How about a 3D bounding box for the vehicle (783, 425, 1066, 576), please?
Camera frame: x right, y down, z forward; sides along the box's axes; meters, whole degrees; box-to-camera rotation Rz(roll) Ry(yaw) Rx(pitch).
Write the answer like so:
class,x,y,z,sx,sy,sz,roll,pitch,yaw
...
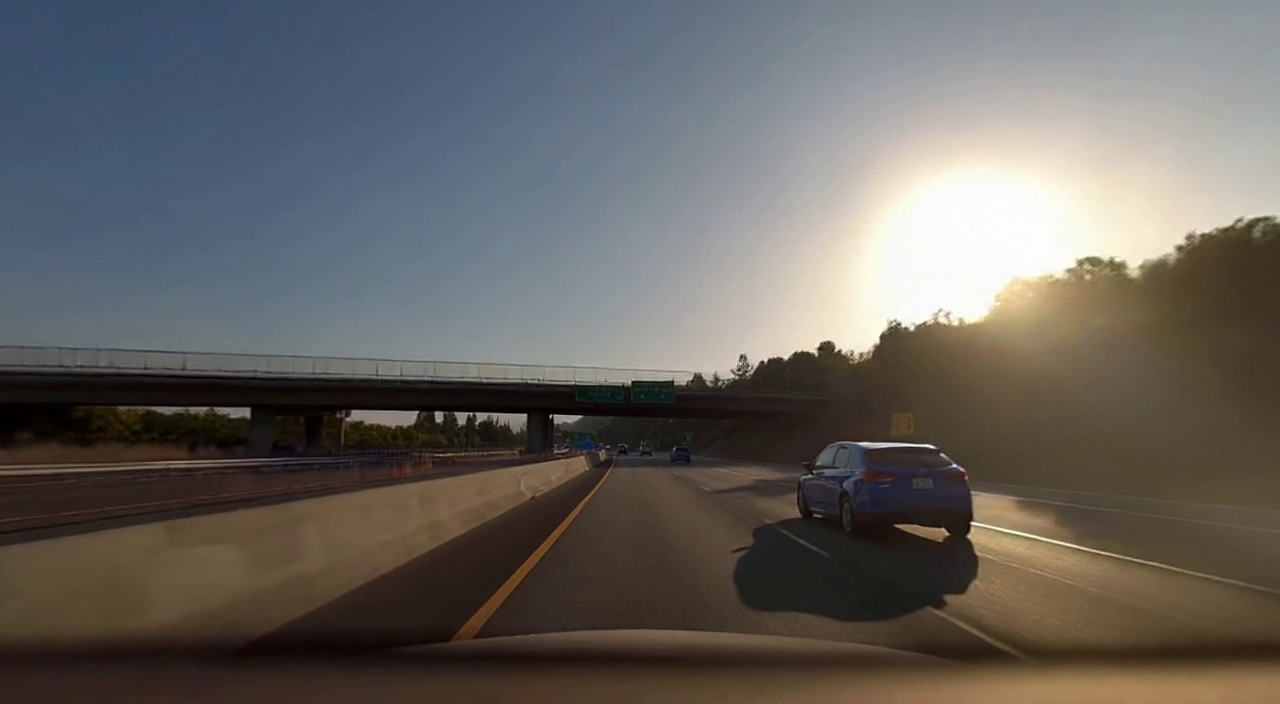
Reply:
class,x,y,z,sx,sy,sz,roll,pitch,yaw
vehicle,3.597,1.949,9.021,2.002,1.604,4.265,0,-9,-1
